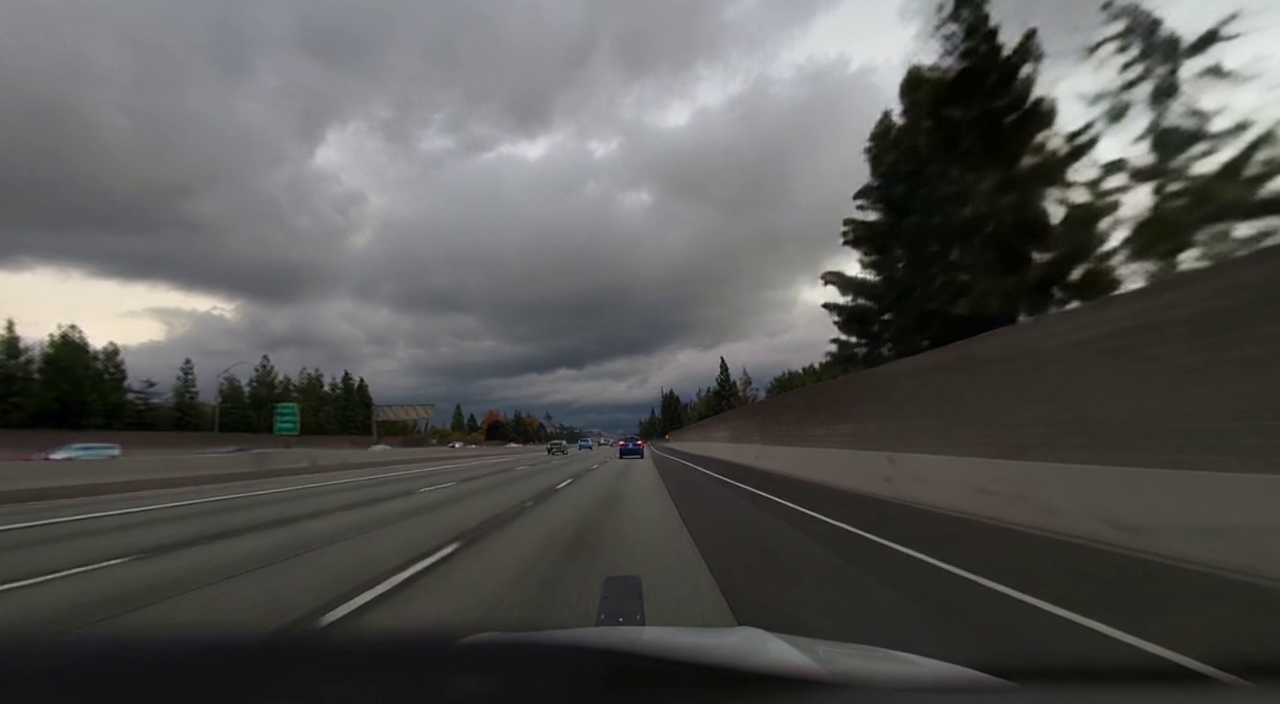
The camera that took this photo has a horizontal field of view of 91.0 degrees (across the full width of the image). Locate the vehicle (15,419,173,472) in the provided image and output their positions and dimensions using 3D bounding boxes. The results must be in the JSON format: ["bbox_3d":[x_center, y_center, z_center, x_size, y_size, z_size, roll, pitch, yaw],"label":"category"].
[{"bbox_3d":[-33.141,5.764,38.750,2.699,2.912,7.678,0,-8,1],"label":"vehicle"}]

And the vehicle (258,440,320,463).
[{"bbox_3d":[-25.443,7.237,45.878,1.894,1.591,4.497,0,-8,0],"label":"vehicle"}]

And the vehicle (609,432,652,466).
[{"bbox_3d":[-0.460,5.134,33.384,2.141,1.706,4.065,0,-8,0],"label":"vehicle"}]

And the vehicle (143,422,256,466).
[{"bbox_3d":[-33.077,6.971,47.750,2.783,3.064,7.843,0,-8,0],"label":"vehicle"}]
